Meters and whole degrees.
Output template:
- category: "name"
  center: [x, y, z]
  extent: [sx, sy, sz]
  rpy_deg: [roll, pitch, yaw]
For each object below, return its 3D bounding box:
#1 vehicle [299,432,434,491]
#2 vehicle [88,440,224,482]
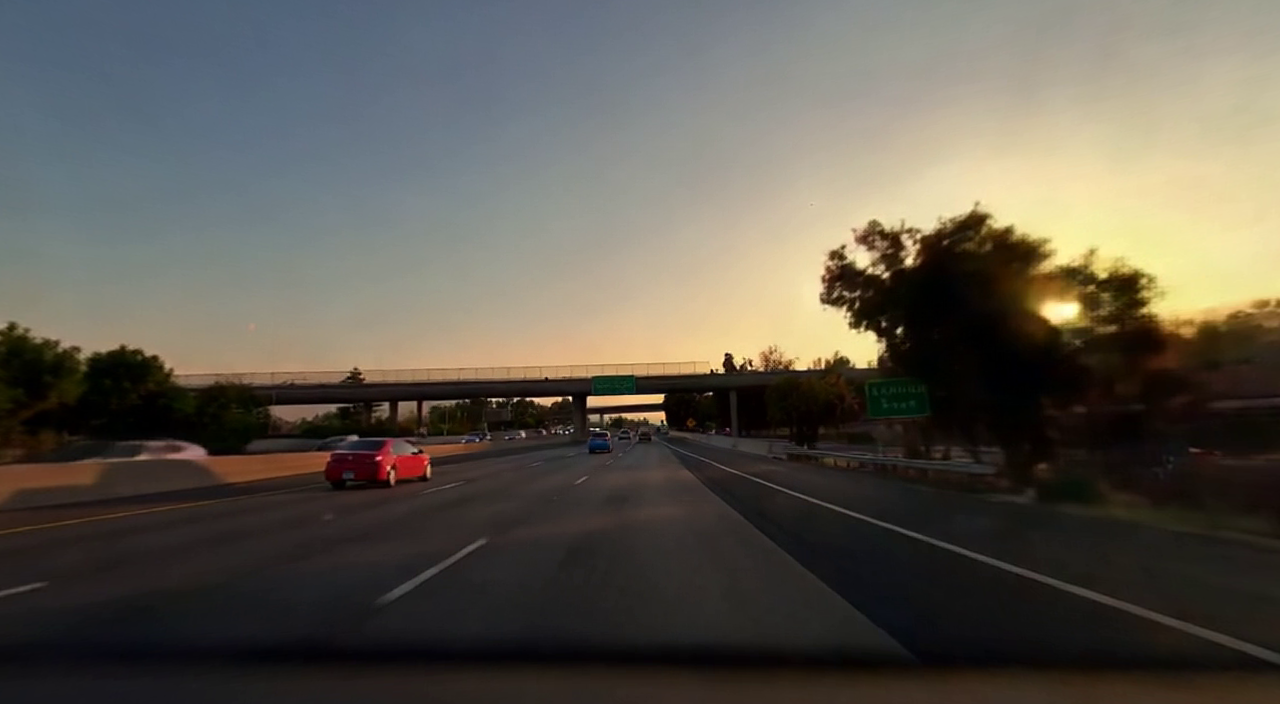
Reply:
- category: "vehicle"
  center: [-7.755, 3.144, 18.418]
  extent: [1.987, 1.486, 4.174]
  rpy_deg: [0, -8, 2]
- category: "vehicle"
  center: [-18.231, 4.100, 24.056]
  extent: [1.736, 1.455, 4.263]
  rpy_deg: [0, -8, 1]
